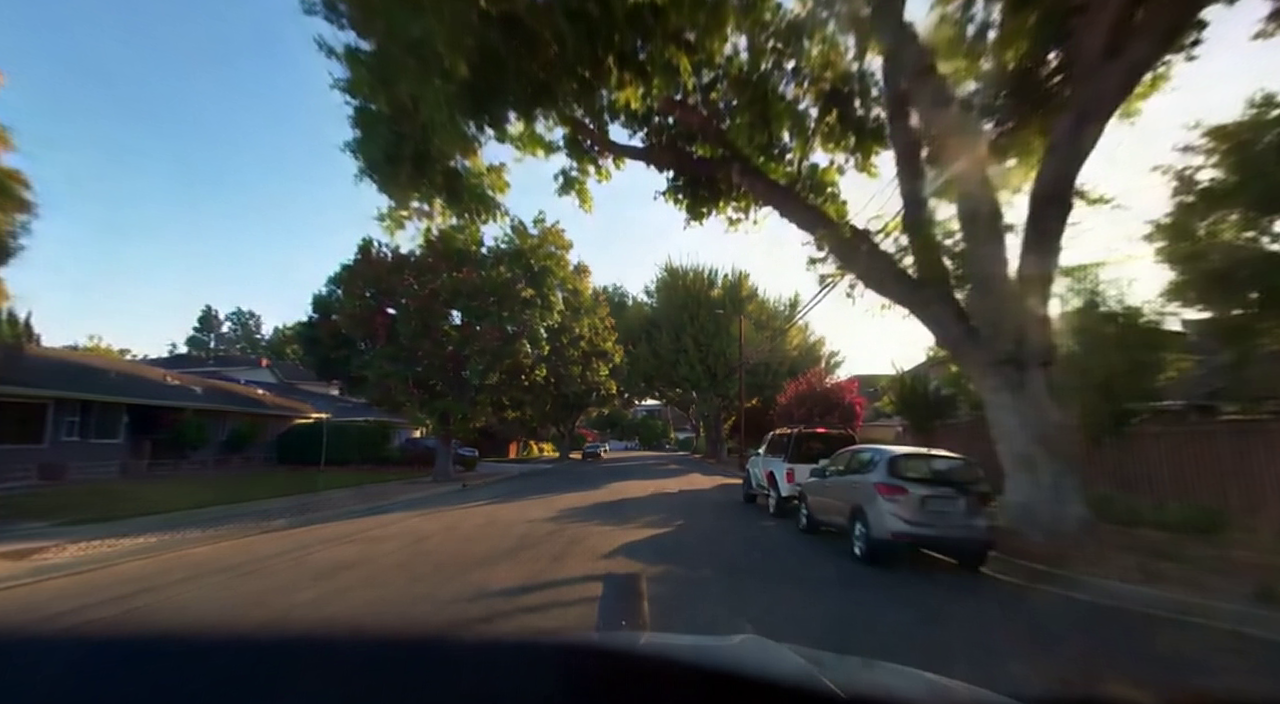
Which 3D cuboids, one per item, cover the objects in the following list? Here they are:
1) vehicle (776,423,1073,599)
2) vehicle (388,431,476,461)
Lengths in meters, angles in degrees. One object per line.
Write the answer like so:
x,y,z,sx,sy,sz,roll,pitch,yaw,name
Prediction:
3.224,1.852,8.287,1.976,1.552,4.442,3,-8,2,vehicle
-13.378,6.086,40.617,4.928,1.844,2.163,0,-9,-2,vehicle
